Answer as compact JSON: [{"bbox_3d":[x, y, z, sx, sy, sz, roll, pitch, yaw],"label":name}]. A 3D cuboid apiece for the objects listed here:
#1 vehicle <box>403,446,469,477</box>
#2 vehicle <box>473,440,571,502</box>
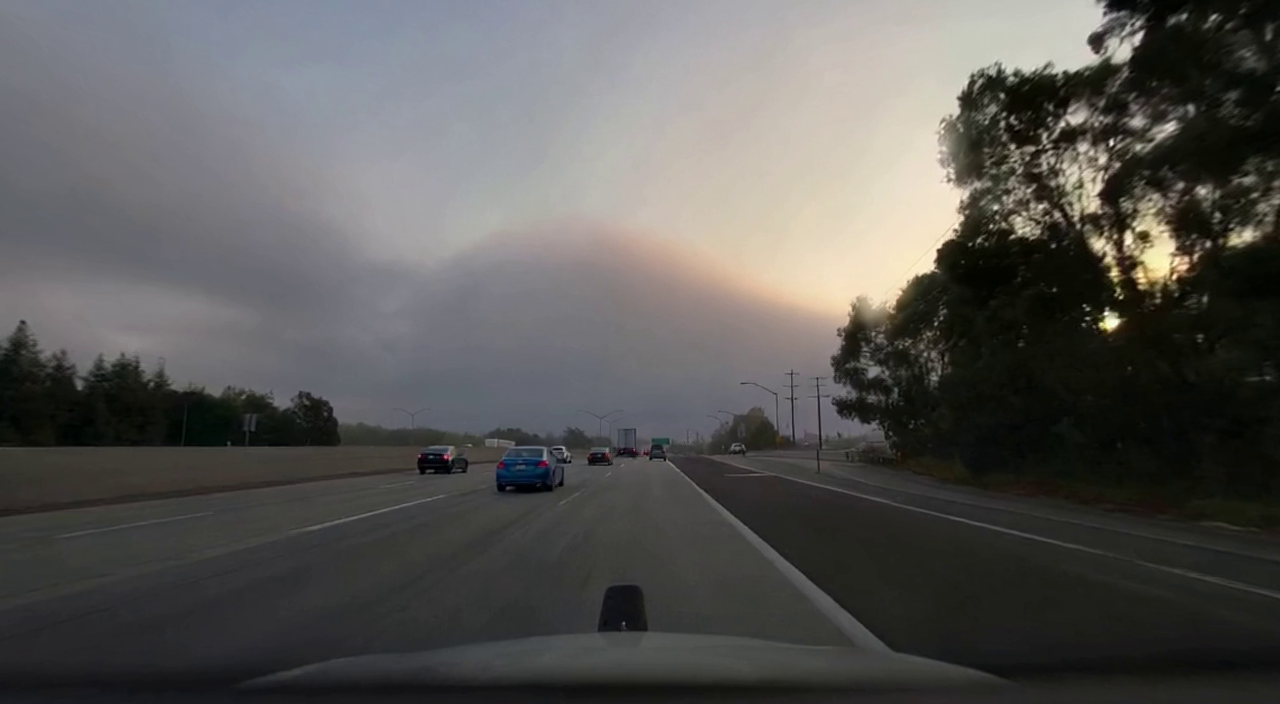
[{"bbox_3d":[-10.628,5.703,33.252,1.888,1.481,4.477,-1,-8,2],"label":"vehicle"},{"bbox_3d":[-3.151,3.235,17.577,1.953,1.511,3.704,0,-8,1],"label":"vehicle"}]
